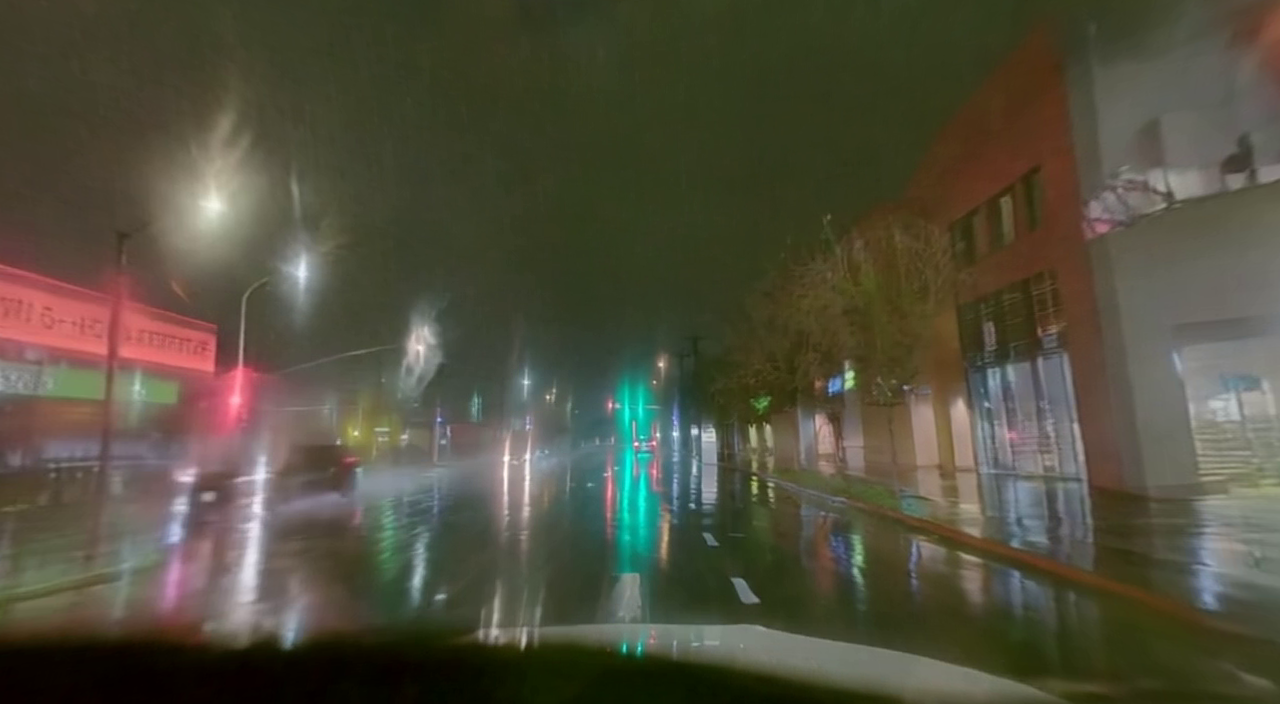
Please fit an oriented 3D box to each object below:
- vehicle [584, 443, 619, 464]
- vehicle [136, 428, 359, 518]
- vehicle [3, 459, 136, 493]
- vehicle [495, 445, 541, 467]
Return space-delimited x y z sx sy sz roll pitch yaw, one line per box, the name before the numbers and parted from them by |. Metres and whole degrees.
vehicle | -2.610 7.036 43.872 1.962 1.420 4.021 -1 -9 4
vehicle | -9.209 2.861 15.514 2.281 1.834 4.736 -1 -9 2
vehicle | -28.168 6.086 31.369 1.755 1.445 4.485 -5 -10 29
vehicle | -8.331 7.131 43.494 2.050 1.457 4.338 -1 -9 3
